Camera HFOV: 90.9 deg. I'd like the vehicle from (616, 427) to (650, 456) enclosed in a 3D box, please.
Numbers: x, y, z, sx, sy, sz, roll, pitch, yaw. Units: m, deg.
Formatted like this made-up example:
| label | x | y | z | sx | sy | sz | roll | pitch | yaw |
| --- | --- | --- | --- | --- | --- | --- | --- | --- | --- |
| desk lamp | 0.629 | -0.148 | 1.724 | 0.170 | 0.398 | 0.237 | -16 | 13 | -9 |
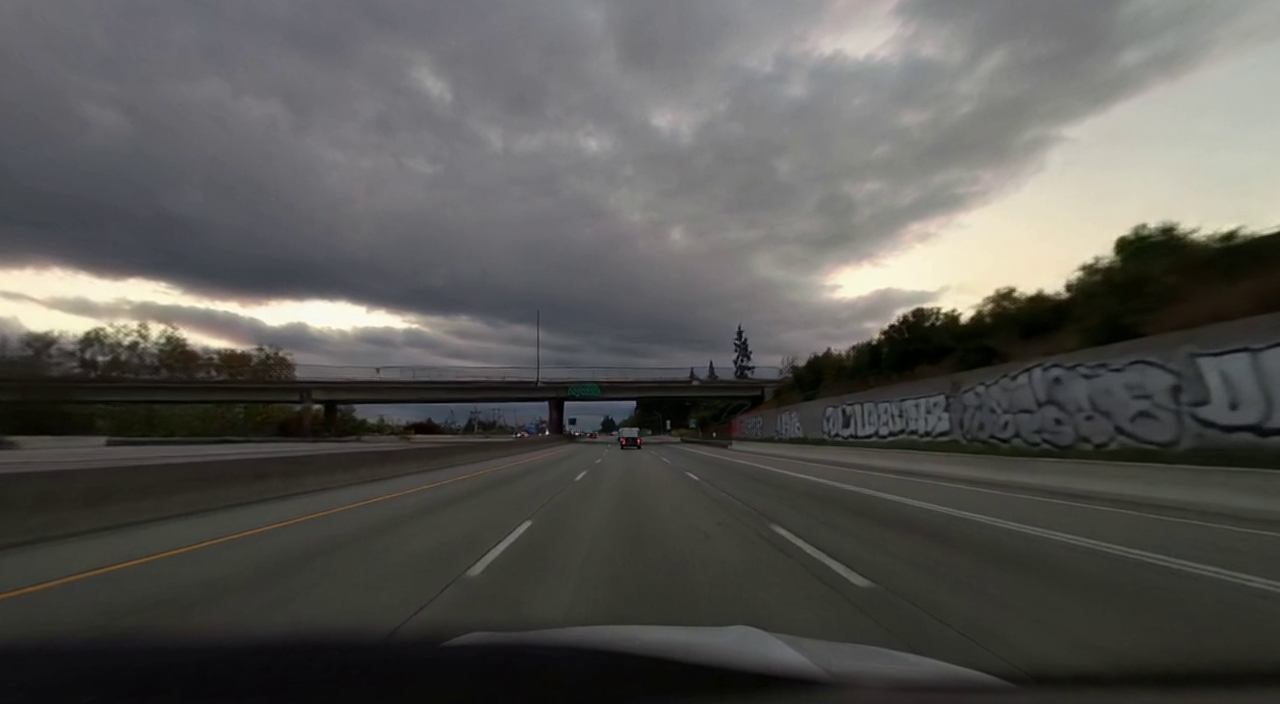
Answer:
| label | x | y | z | sx | sy | sz | roll | pitch | yaw |
| --- | --- | --- | --- | --- | --- | --- | --- | --- | --- |
| vehicle | -0.565 | 6.295 | 44.446 | 2.277 | 1.913 | 4.510 | 0 | -8 | -3 |
